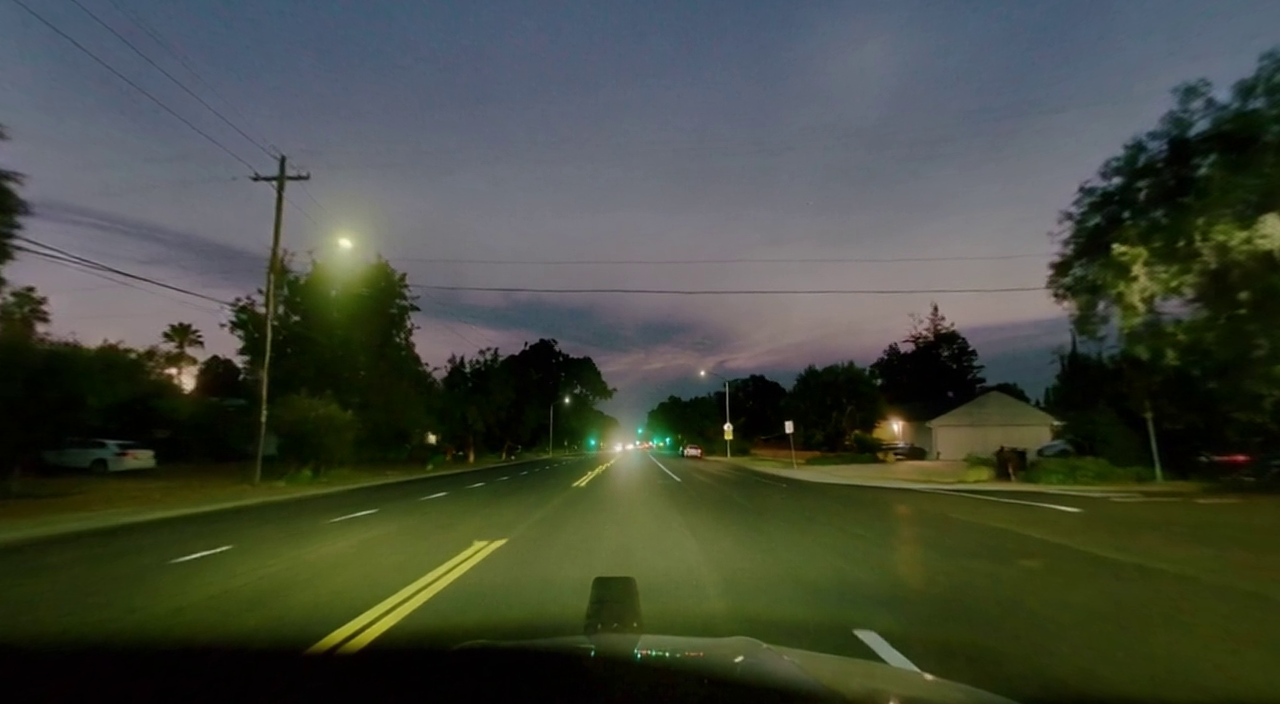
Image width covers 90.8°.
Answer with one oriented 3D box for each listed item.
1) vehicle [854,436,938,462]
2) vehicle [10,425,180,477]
[{"bbox_3d":[16.327,6.192,40.459,4.443,1.497,2.168,-1,-9,0],"label":"vehicle"},{"bbox_3d":[-22.274,4.064,26.030,4.722,1.983,2.346,-1,-8,-2],"label":"vehicle"}]
